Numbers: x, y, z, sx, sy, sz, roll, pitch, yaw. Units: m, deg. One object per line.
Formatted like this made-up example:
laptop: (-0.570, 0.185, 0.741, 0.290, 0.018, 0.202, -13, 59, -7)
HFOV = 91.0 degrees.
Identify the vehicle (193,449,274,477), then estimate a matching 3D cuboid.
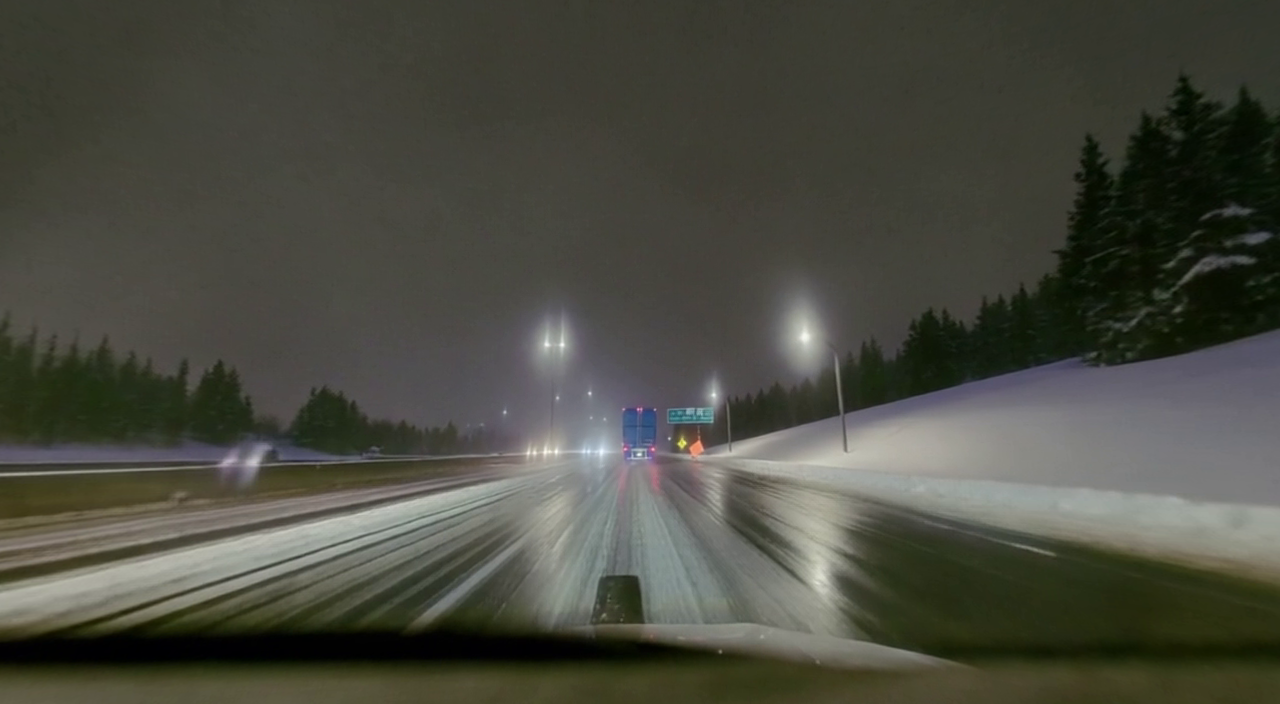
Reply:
vehicle: (-26.948, 7.341, 41.953, 2.117, 1.685, 4.810, 0, -9, 1)
